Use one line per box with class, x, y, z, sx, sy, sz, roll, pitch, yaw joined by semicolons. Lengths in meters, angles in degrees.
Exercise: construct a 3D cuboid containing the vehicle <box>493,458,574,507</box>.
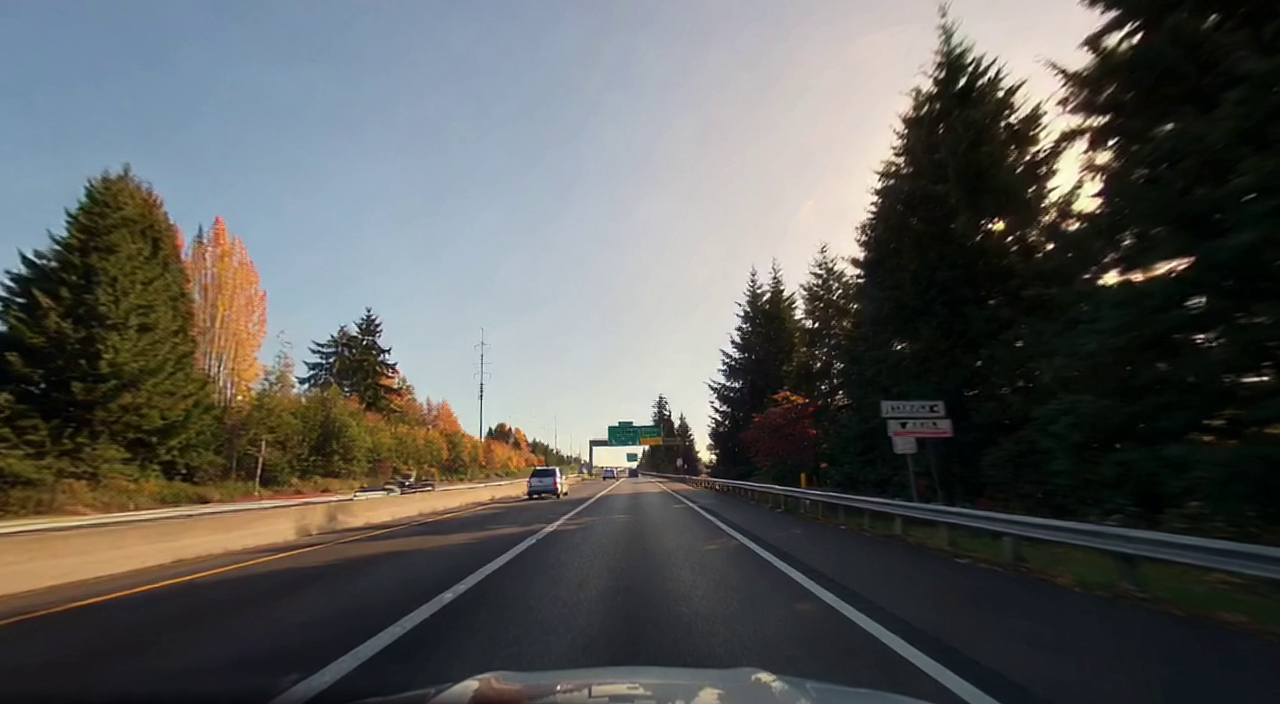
vehicle;-3.986;5.015;24.449;2.239;1.687;4.598;1;-11;1
